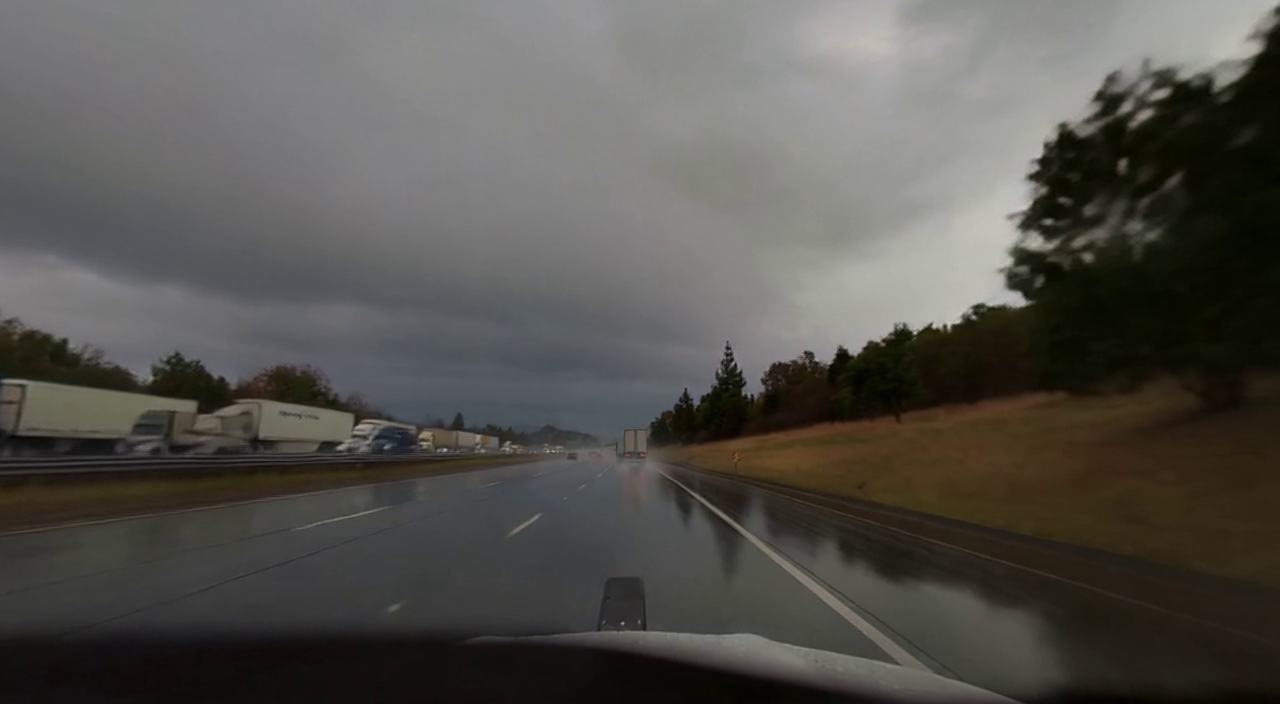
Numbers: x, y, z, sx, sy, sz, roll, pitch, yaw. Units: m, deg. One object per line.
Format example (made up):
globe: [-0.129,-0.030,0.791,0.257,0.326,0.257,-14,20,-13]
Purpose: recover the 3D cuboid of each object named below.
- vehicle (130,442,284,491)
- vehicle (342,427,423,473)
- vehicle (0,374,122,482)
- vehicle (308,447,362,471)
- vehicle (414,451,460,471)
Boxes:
vehicle: [-14.588,3.890,21.655,1.935,1.486,4.694,0,-9,0]
vehicle: [-14.973,5.766,37.094,2.382,2.437,5.706,0,-9,-1]
vehicle: [-23.781,2.628,21.809,2.893,3.701,10.393,0,-9,-1]
vehicle: [-19.552,6.864,40.558,1.651,1.481,3.625,0,-9,0]
vehicle: [-15.348,8.266,47.862,1.863,1.438,4.669,0,-9,0]
